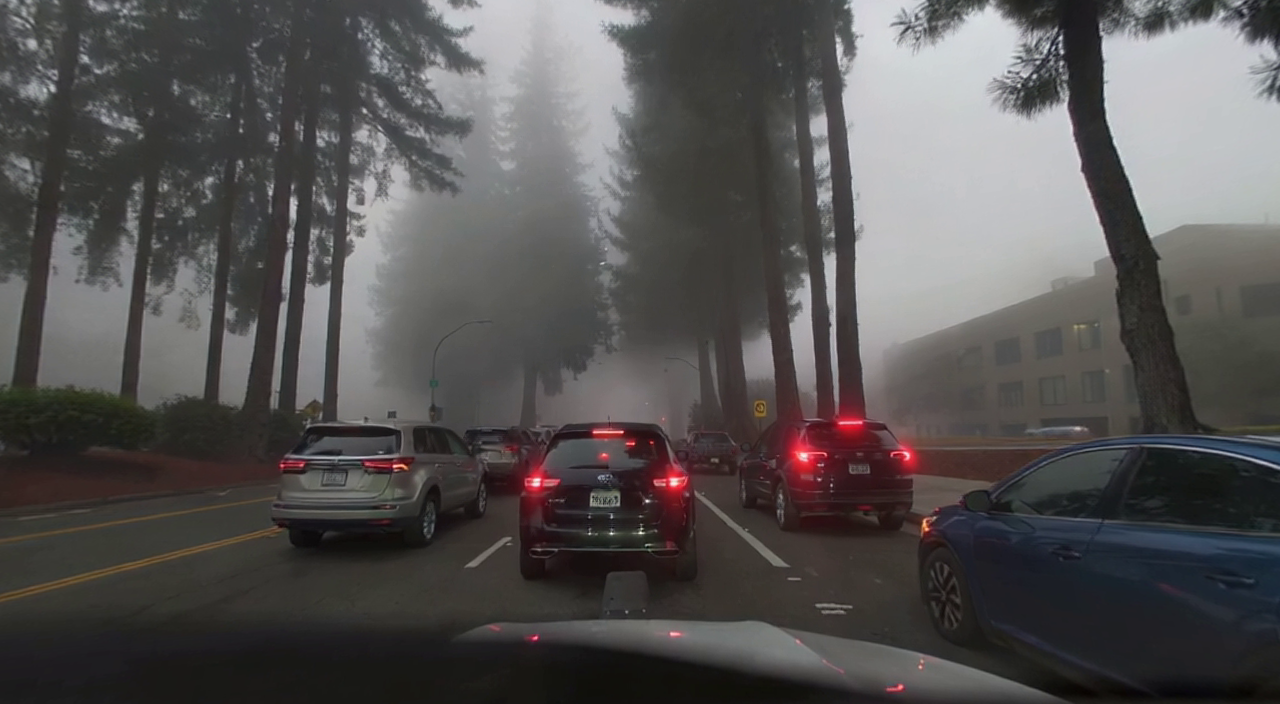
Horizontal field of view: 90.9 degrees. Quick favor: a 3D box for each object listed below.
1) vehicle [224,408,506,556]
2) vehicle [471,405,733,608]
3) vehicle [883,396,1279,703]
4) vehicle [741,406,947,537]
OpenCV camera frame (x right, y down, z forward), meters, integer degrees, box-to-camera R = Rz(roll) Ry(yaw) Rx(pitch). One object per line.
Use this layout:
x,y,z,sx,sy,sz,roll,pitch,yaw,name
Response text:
-3.759,1.883,9.882,2.141,1.718,4.809,0,-8,1,vehicle
-0.357,1.581,7.420,2.114,1.631,4.459,0,-8,-1,vehicle
3.240,1.067,3.373,2.045,1.459,4.462,0,-8,-1,vehicle
3.338,2.077,11.533,2.117,1.879,4.715,0,-8,-1,vehicle
